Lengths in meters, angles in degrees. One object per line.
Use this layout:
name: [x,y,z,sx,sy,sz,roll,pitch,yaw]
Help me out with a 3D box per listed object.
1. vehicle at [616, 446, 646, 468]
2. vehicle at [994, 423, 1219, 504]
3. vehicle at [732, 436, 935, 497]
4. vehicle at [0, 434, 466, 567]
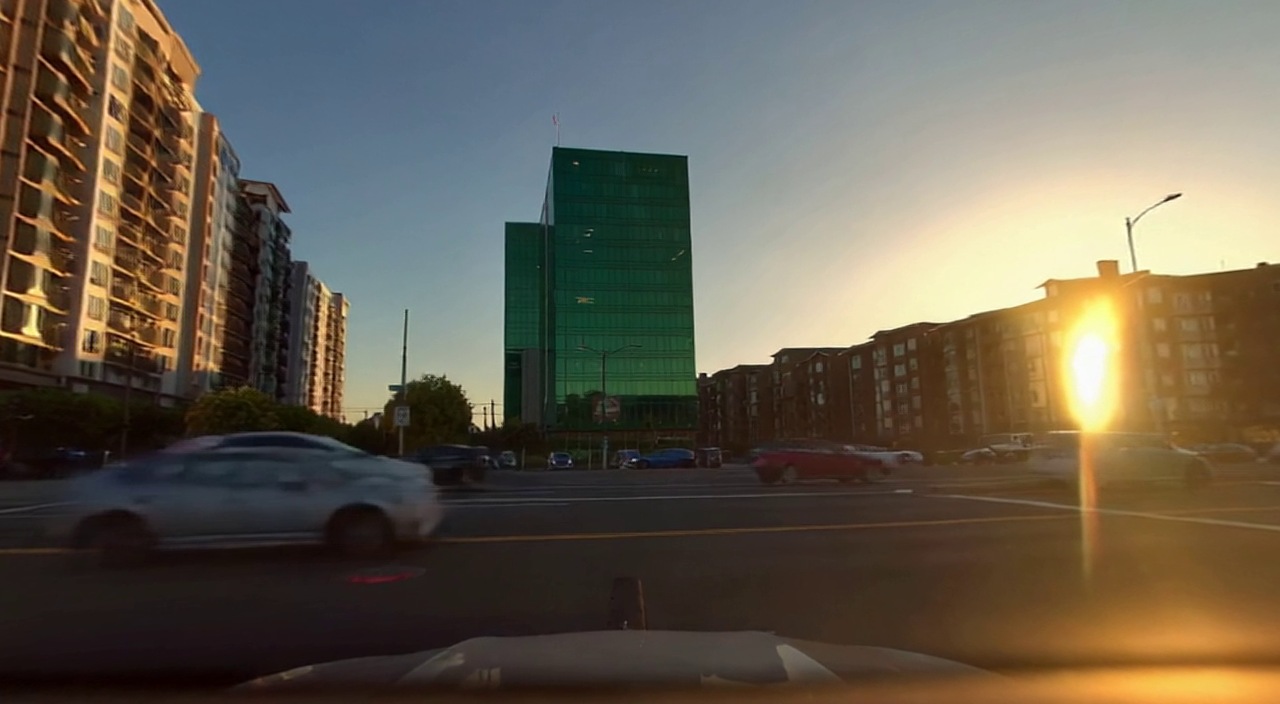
vehicle: [-0.712,7.772,46.744,1.845,1.509,3.855,1,-9,-8]
vehicle: [10.764,2.538,14.681,4.011,1.697,1.857,1,-9,-11]
vehicle: [5.065,2.990,16.795,4.795,1.465,1.882,1,-9,-10]
vehicle: [-4.871,1.830,8.357,4.710,1.444,2.041,1,-9,-9]
